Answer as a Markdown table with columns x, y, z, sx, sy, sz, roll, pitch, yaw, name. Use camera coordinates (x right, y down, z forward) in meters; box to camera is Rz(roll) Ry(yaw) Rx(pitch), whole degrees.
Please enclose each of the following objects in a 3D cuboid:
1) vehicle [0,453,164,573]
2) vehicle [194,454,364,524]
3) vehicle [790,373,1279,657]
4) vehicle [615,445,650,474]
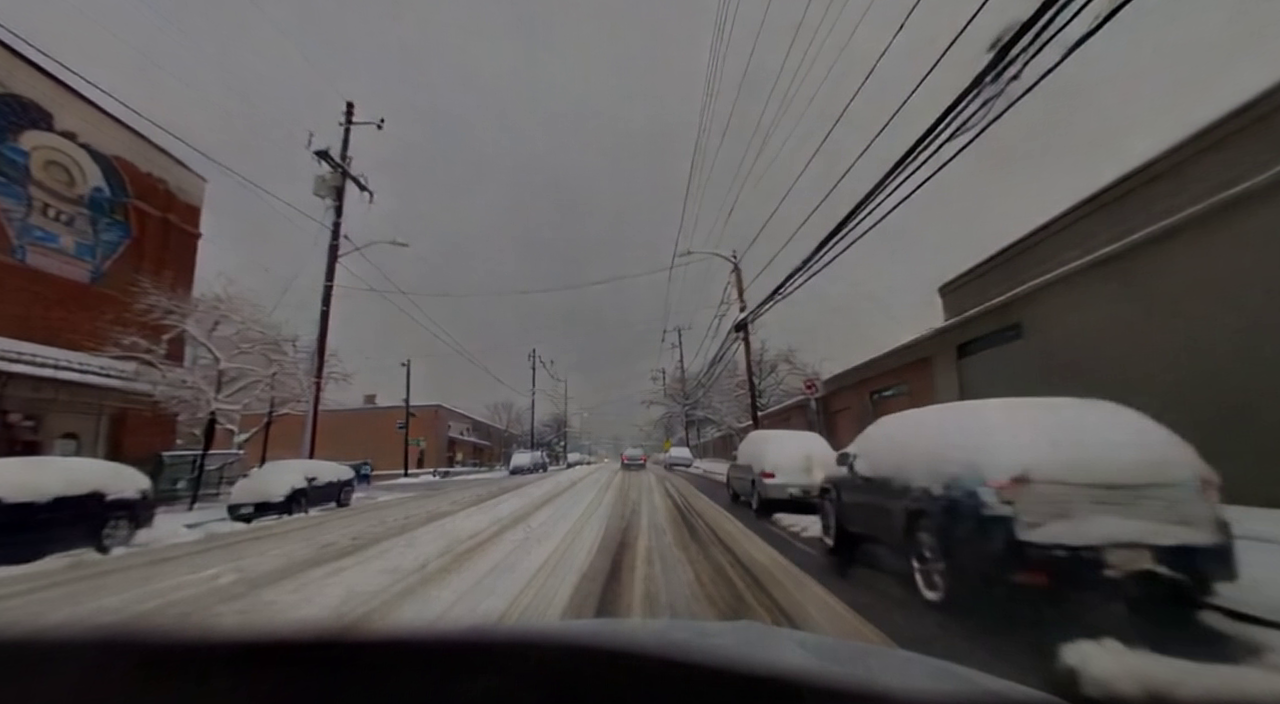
| x | y | z | sx | sy | sz | roll | pitch | yaw | name |
| --- | --- | --- | --- | --- | --- | --- | --- | --- | --- |
| -10.128 | 2.477 | 9.610 | 1.980 | 1.676 | 4.884 | -5 | -10 | 0 | vehicle |
| -10.018 | 3.862 | 18.120 | 2.079 | 1.550 | 4.865 | -4 | -11 | -1 | vehicle |
| 3.207 | 1.361 | 6.421 | 2.102 | 1.765 | 4.674 | -1 | -8 | -1 | vehicle |
| -0.487 | 7.064 | 41.824 | 2.190 | 1.783 | 4.048 | -1 | -8 | -1 | vehicle |
